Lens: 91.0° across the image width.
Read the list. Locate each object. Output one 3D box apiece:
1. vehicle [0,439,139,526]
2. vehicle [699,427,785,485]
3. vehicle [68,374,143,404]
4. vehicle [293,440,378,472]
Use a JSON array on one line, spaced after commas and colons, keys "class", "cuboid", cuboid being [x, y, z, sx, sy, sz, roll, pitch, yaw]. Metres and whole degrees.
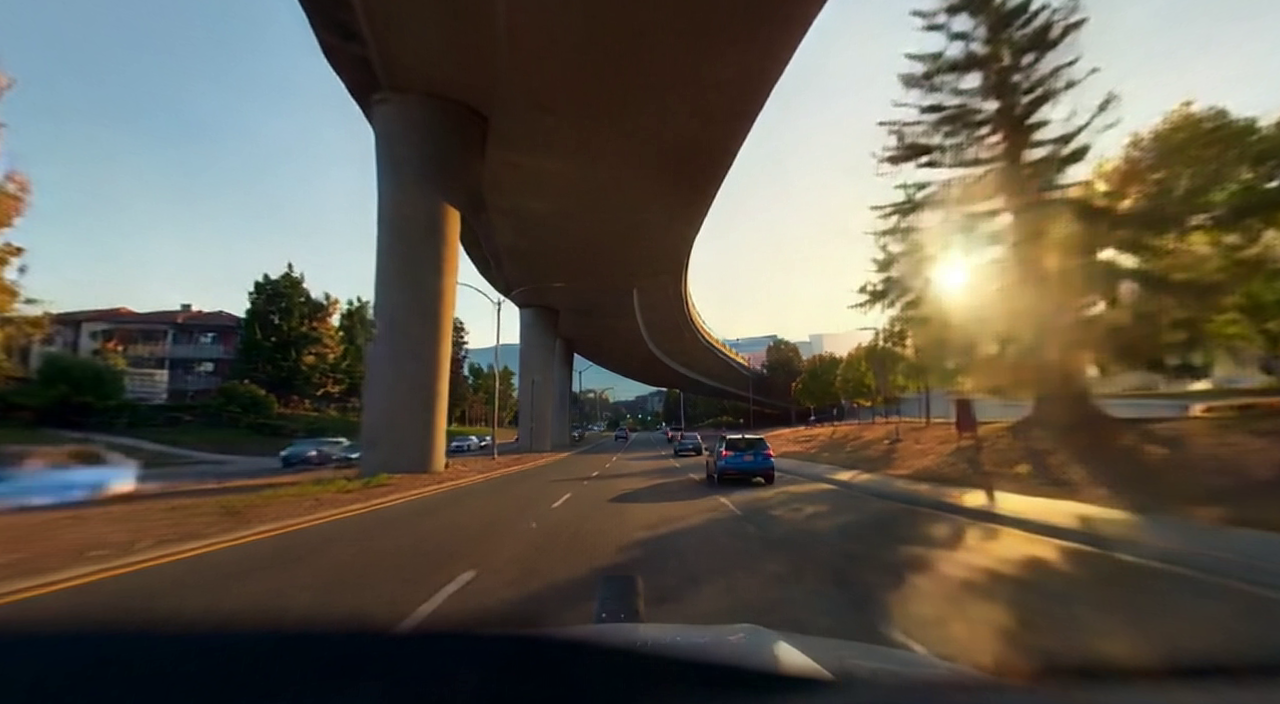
[{"class": "vehicle", "cuboid": [-12.163, 2.372, 11.581, 1.961, 1.512, 4.747, 0, -9, 0]}, {"class": "vehicle", "cuboid": [3.265, 3.448, 21.077, 2.110, 1.712, 4.489, 0, -9, 0]}, {"class": "vehicle", "cuboid": [-41.844, 2.909, 49.347, 4.034, 1.787, 2.001, -3, -14, 5]}, {"class": "vehicle", "cuboid": [-15.438, 5.276, 32.267, 1.906, 1.509, 4.772, 0, -9, 1]}]
